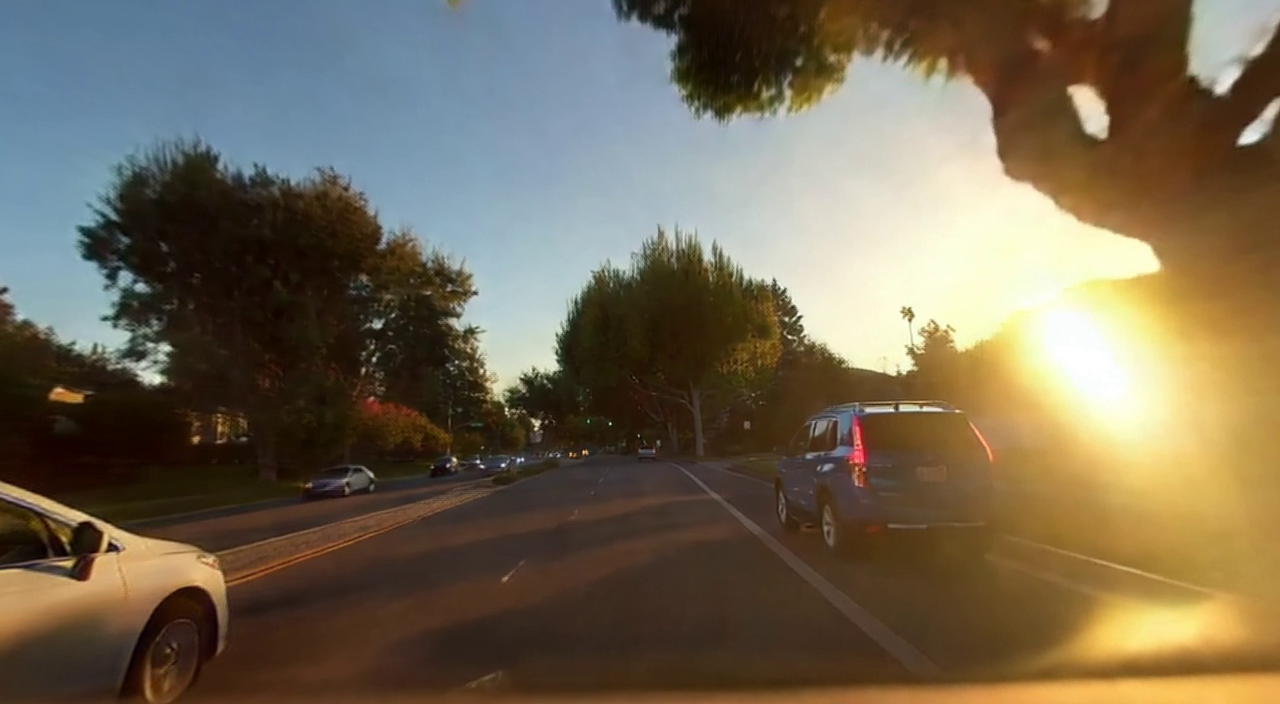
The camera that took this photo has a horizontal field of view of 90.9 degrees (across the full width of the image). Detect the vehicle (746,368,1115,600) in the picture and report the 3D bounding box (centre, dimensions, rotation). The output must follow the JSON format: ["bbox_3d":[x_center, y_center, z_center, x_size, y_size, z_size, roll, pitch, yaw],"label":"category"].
[{"bbox_3d":[3.072,1.594,8.523,2.338,2.063,5.592,-1,-9,1],"label":"vehicle"}]

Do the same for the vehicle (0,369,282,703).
[{"bbox_3d":[-3.378,0.831,1.778,2.058,1.659,4.514,-1,-9,0],"label":"vehicle"}]

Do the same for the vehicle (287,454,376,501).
[{"bbox_3d":[-13.303,5.391,27.491,1.931,1.788,4.224,0,-9,-4],"label":"vehicle"}]

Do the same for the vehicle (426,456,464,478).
[{"bbox_3d":[-14.968,8.824,48.523,1.839,1.496,4.338,0,-9,-4],"label":"vehicle"}]
